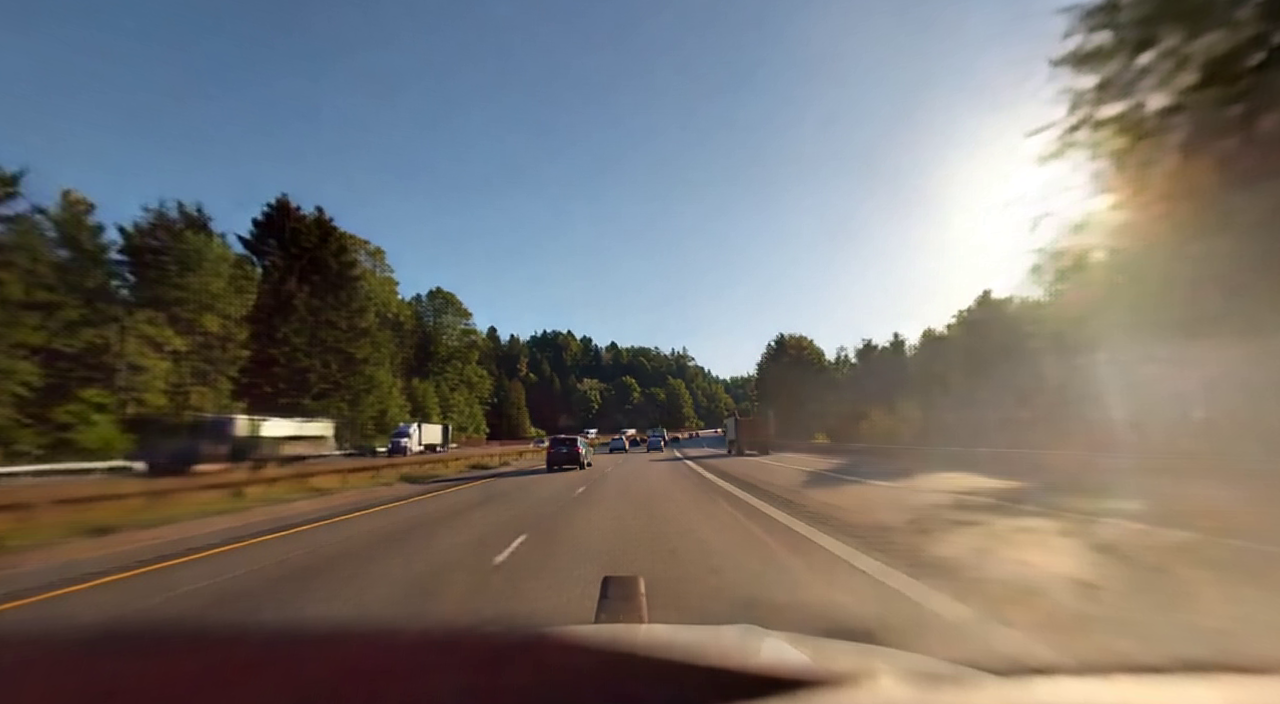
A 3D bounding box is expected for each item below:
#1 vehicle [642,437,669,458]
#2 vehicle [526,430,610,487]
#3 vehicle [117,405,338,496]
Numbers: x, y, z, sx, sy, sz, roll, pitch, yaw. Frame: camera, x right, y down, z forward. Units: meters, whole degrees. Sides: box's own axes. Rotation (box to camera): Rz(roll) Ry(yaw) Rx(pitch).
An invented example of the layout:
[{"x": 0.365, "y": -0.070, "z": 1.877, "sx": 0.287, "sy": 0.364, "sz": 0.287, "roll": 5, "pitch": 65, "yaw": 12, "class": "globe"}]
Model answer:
[{"x": 1.171, "y": 7.302, "z": 48.341, "sx": 2.004, "sy": 1.465, "sz": 3.842, "roll": 0, "pitch": -8, "yaw": 1, "class": "vehicle"}, {"x": -2.211, "y": 3.389, "z": 20.492, "sx": 2.137, "sy": 1.618, "sz": 4.209, "roll": 0, "pitch": -8, "yaw": 1, "class": "vehicle"}, {"x": -11.659, "y": 2.852, "z": 18.637, "sx": 2.310, "sy": 2.226, "sz": 6.079, "roll": 0, "pitch": -8, "yaw": 1, "class": "vehicle"}]
